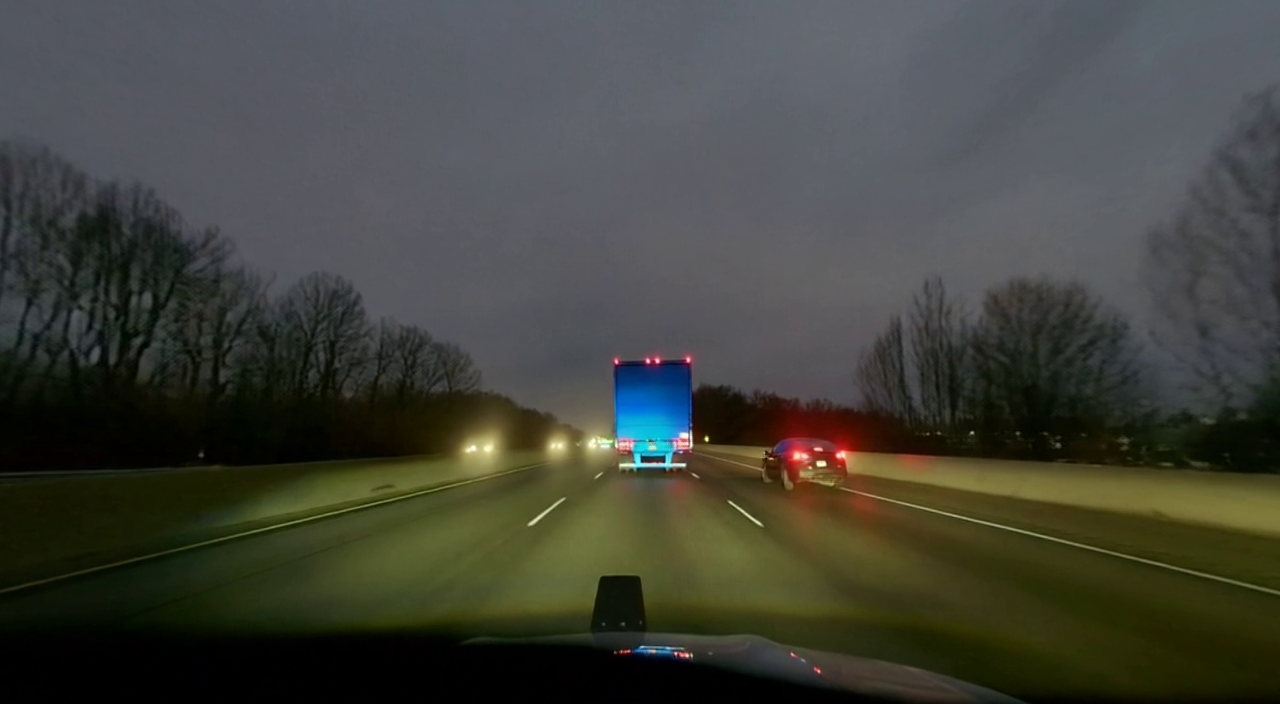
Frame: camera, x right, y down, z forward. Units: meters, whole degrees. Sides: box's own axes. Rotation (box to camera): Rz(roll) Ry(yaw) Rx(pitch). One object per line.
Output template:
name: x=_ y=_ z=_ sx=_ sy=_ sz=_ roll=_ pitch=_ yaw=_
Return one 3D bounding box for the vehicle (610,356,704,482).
vehicle: x=0.543 y=2.897 z=25.503 sx=3.010 sy=4.039 sz=10.481 roll=0 pitch=-8 yaw=0
